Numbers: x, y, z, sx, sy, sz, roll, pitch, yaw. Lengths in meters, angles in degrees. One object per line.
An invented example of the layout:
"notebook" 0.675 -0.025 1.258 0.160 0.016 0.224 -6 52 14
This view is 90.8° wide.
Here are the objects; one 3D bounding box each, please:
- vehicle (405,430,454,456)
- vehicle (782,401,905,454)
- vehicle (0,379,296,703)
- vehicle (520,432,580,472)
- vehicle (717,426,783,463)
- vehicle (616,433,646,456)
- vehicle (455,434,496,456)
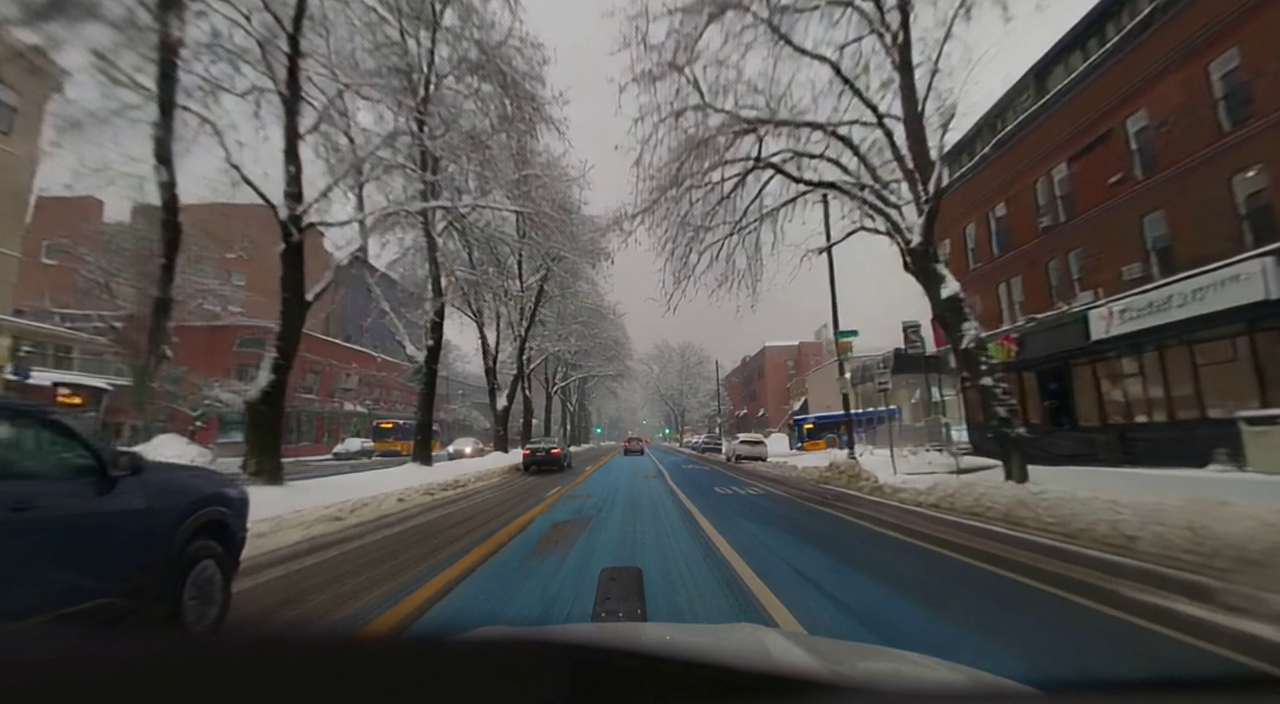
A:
"vehicle" -15.305 6.673 46.167 1.960 1.809 4.718 0 -8 -1
"vehicle" 14.870 5.534 46.619 7.722 2.908 3.067 -6 -7 -4
"vehicle" -3.618 0.875 2.540 1.995 1.524 4.438 0 -8 -1
"vehicle" -3.705 4.200 26.735 1.934 1.522 4.287 0 -8 0
"vehicle" 5.919 5.110 34.898 2.390 1.816 6.050 0 -8 -1
"vehicle" -0.643 6.503 44.488 1.999 1.520 3.896 0 -8 -1
"vehicle" -11.934 6.813 46.205 1.822 1.549 4.325 0 -9 0
